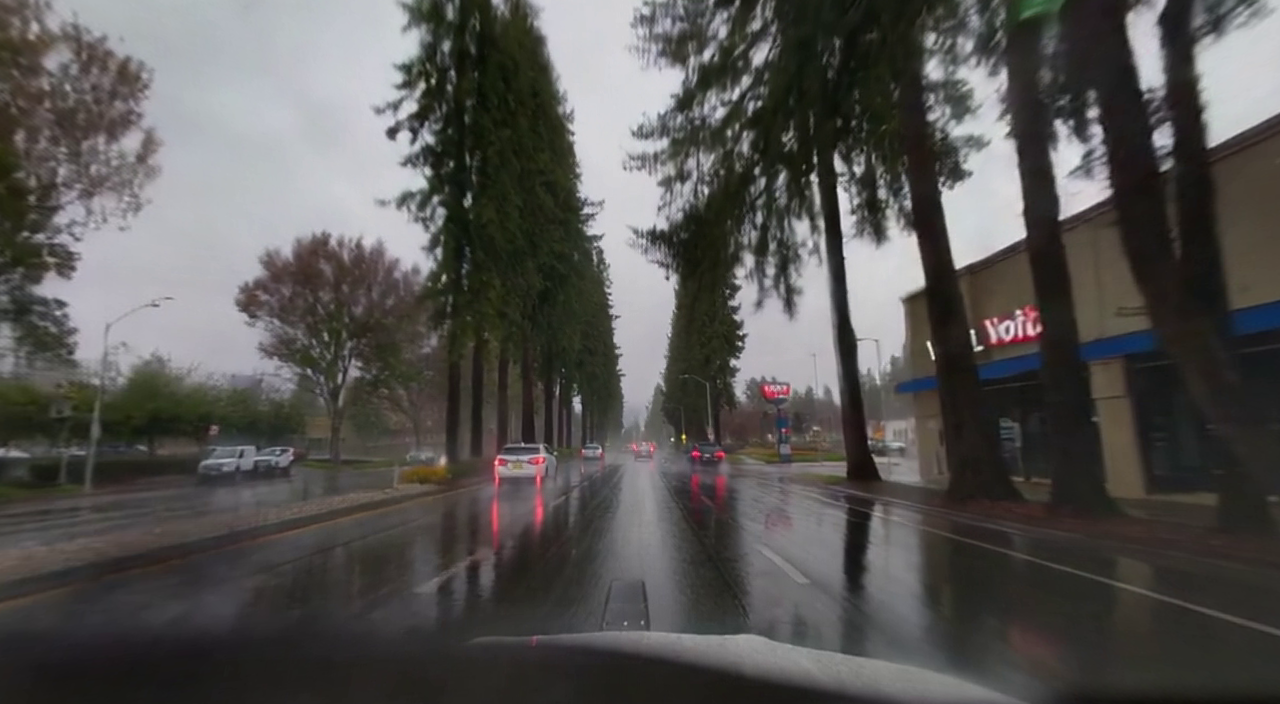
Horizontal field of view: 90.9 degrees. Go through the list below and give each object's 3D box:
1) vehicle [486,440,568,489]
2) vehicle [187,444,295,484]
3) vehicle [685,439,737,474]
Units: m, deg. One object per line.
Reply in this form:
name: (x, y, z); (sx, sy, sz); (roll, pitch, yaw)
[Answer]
vehicle: (-3.739, 3.805, 21.724); (1.908, 1.481, 4.536); (0, -8, 1)
vehicle: (-22.802, 6.398, 36.432); (2.235, 2.061, 5.936); (0, -8, 2)
vehicle: (3.333, 4.980, 30.261); (1.922, 1.579, 3.642); (0, -8, -2)
